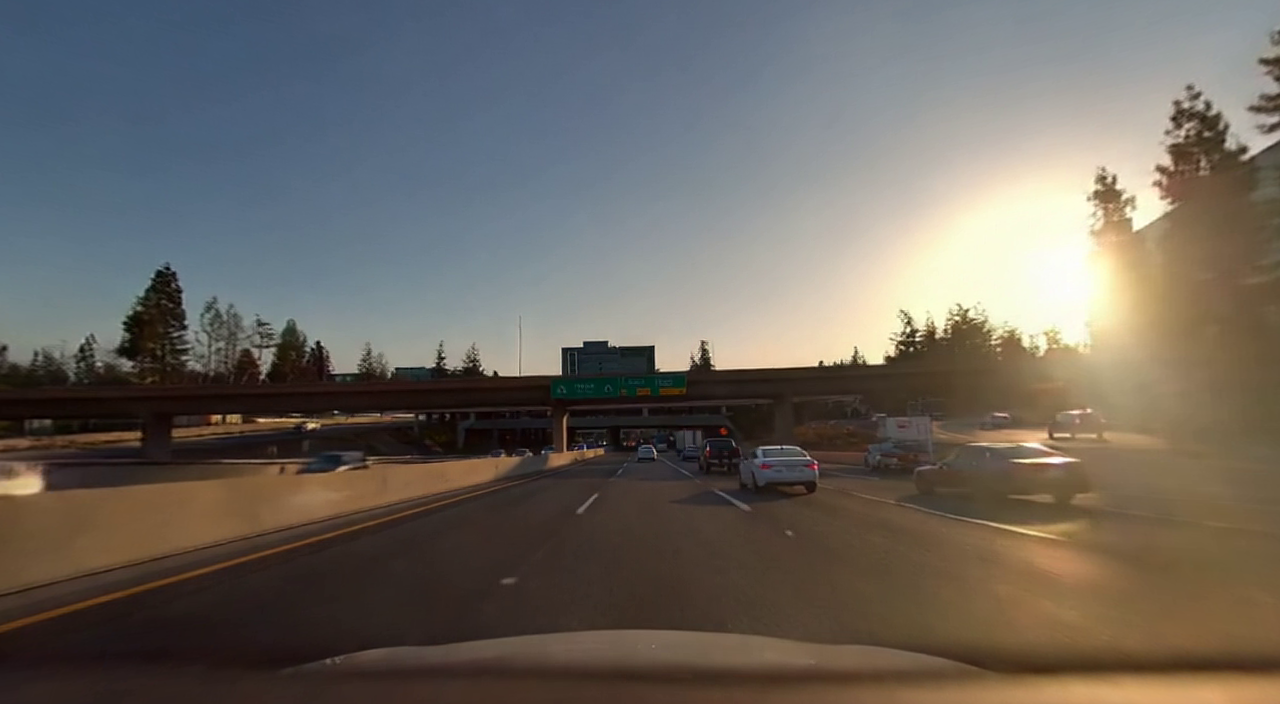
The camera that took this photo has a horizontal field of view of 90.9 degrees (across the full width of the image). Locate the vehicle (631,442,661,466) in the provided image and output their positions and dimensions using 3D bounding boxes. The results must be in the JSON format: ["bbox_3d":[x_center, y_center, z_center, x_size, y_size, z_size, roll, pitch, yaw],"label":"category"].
[{"bbox_3d":[0.394,7.488,46.424,2.124,1.639,4.122,0,-8,0],"label":"vehicle"}]

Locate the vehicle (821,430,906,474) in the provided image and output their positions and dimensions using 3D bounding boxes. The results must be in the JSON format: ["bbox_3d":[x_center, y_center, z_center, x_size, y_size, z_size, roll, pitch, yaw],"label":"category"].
[{"bbox_3d":[11.168,5.029,32.008,2.193,2.025,5.606,0,-8,0],"label":"vehicle"}]

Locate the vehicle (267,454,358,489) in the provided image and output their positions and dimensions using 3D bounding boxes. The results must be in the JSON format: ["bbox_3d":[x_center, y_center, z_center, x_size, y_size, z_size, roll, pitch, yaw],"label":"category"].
[{"bbox_3d":[-15.357,5.591,29.903,1.897,1.468,4.391,0,-8,1],"label":"vehicle"}]

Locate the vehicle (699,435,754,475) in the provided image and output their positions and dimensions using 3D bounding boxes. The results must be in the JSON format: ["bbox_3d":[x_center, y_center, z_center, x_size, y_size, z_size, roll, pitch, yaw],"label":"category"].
[{"bbox_3d":[4.295,5.214,32.115,2.086,1.858,4.737,0,-8,-1],"label":"vehicle"}]

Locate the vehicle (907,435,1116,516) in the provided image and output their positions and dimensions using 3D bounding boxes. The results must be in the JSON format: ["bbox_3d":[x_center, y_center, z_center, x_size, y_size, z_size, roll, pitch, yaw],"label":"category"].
[{"bbox_3d":[7.806,2.616,13.877,1.919,1.476,4.303,0,-8,-1],"label":"vehicle"}]

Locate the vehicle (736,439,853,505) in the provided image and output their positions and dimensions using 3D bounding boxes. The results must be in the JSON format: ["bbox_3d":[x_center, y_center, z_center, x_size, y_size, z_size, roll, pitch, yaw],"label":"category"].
[{"bbox_3d":[3.868,3.077,16.655,1.902,1.481,4.451,0,-8,-1],"label":"vehicle"}]

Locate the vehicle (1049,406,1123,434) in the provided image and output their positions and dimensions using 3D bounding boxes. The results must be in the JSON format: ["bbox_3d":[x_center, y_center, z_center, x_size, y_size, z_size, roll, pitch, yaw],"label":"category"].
[{"bbox_3d":[32.759,5.095,46.556,2.131,1.840,4.870,-1,-8,4],"label":"vehicle"}]
